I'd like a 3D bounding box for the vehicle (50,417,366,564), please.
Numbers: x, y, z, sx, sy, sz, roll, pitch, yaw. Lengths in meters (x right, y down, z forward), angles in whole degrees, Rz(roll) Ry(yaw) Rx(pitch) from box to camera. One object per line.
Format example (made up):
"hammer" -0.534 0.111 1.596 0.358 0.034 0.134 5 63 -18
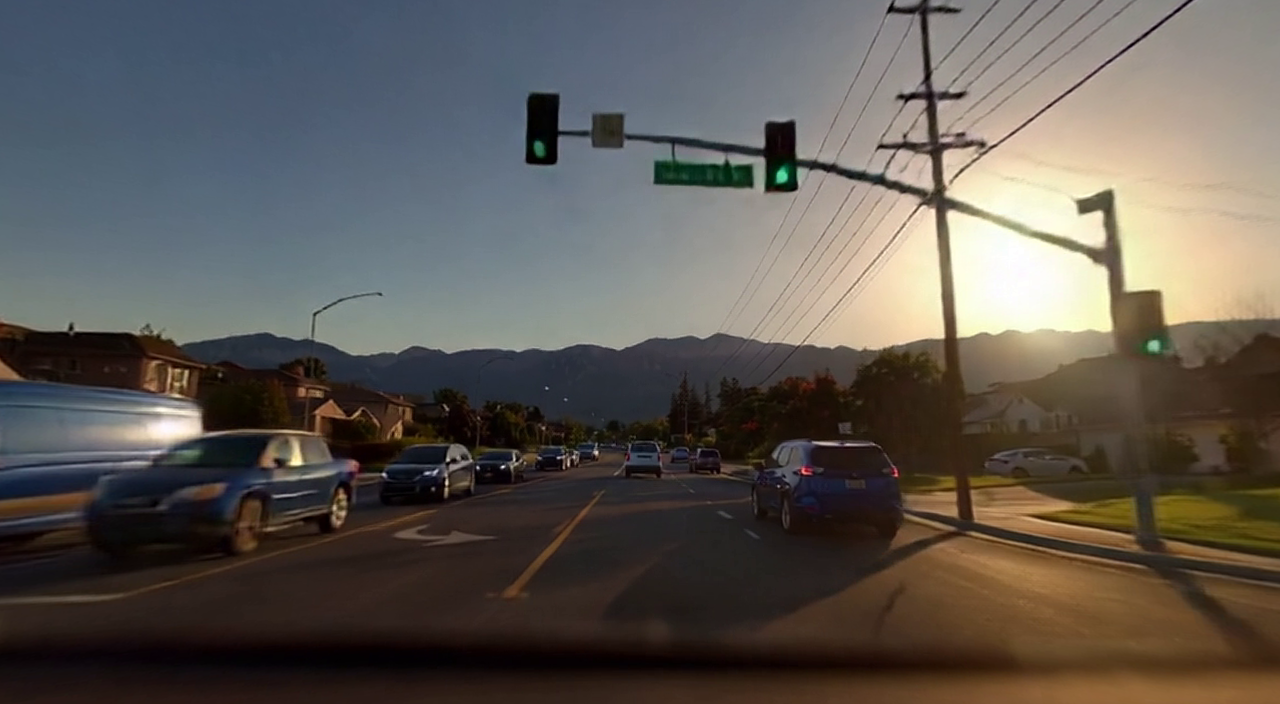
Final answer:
"vehicle" -6.347 2.055 10.105 1.983 1.801 4.391 0 -8 -1

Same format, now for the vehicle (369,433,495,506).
"vehicle" -6.142 3.523 19.472 1.993 1.884 5.481 0 -9 0

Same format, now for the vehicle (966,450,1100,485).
"vehicle" 17.373 5.100 28.040 4.656 1.461 1.955 0 -9 0

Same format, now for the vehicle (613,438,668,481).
"vehicle" -0.007 5.482 32.375 2.636 2.011 5.130 0 -8 -1

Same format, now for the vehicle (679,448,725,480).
"vehicle" 3.327 6.099 34.700 1.957 1.646 4.355 0 -9 -1

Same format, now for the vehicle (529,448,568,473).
"vehicle" -6.408 7.660 44.690 2.095 1.695 4.431 0 -9 0

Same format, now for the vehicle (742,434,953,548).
"vehicle" 3.454 2.404 11.718 2.155 1.658 4.721 0 -9 -2
